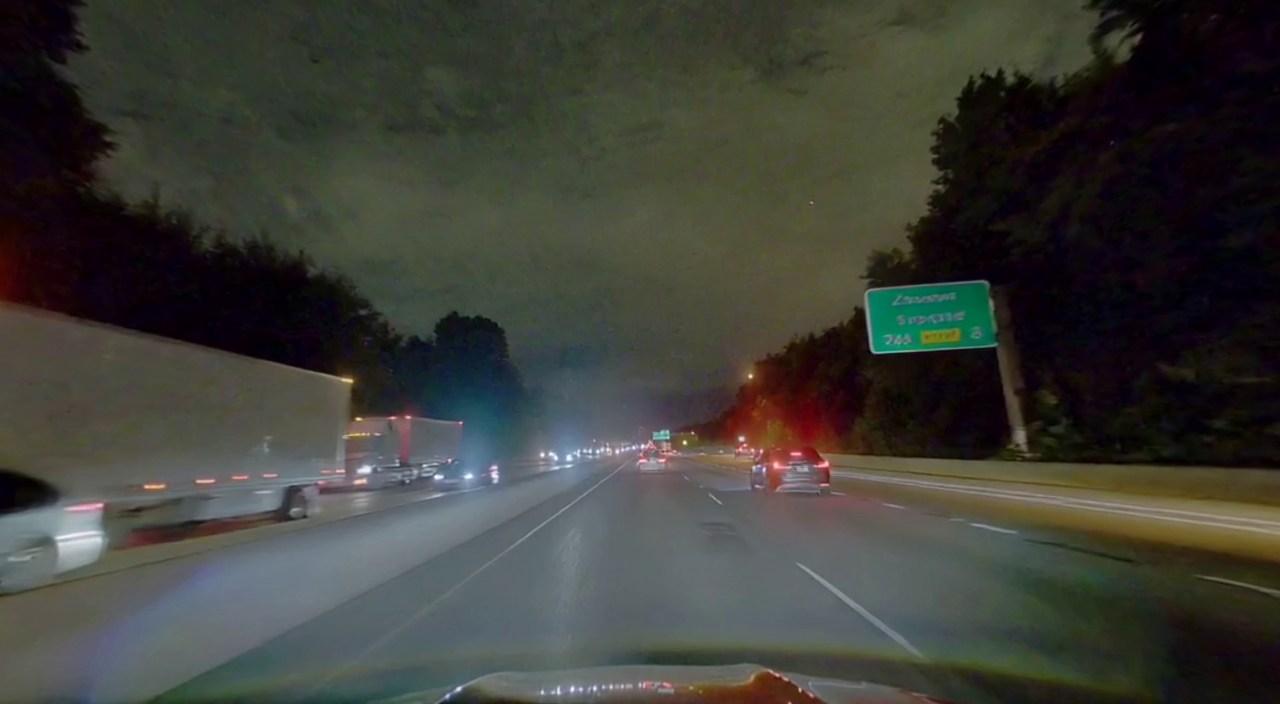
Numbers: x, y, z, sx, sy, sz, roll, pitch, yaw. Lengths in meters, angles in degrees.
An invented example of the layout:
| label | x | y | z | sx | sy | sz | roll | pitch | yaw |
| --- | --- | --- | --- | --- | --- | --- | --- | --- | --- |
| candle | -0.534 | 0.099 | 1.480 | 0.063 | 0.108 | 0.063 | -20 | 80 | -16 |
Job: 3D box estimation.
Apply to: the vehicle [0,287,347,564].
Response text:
| label | x | y | z | sx | sy | sz | roll | pitch | yaw |
| --- | --- | --- | --- | --- | --- | --- | --- | --- | --- |
| vehicle | -11.732 | 1.813 | 14.118 | 3.263 | 4.326 | 14.657 | 0 | -9 | 0 |

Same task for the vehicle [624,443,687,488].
| label | x | y | z | sx | sy | sz | roll | pitch | yaw |
| --- | --- | --- | --- | --- | --- | --- | --- | --- | --- |
| vehicle | 0.539 | 4.251 | 23.846 | 2.177 | 1.520 | 4.278 | 0 | -9 | 0 |

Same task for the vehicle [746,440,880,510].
| label | x | y | z | sx | sy | sz | roll | pitch | yaw |
| --- | --- | --- | --- | --- | --- | --- | --- | --- | --- |
| vehicle | 4.044 | 2.952 | 15.614 | 2.029 | 1.475 | 4.279 | 0 | -9 | -1 |

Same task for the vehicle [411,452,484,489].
| label | x | y | z | sx | sy | sz | roll | pitch | yaw |
| --- | --- | --- | --- | --- | --- | --- | --- | --- | --- |
| vehicle | -8.569 | 5.291 | 28.470 | 1.985 | 1.458 | 4.230 | 0 | -9 | 0 |
